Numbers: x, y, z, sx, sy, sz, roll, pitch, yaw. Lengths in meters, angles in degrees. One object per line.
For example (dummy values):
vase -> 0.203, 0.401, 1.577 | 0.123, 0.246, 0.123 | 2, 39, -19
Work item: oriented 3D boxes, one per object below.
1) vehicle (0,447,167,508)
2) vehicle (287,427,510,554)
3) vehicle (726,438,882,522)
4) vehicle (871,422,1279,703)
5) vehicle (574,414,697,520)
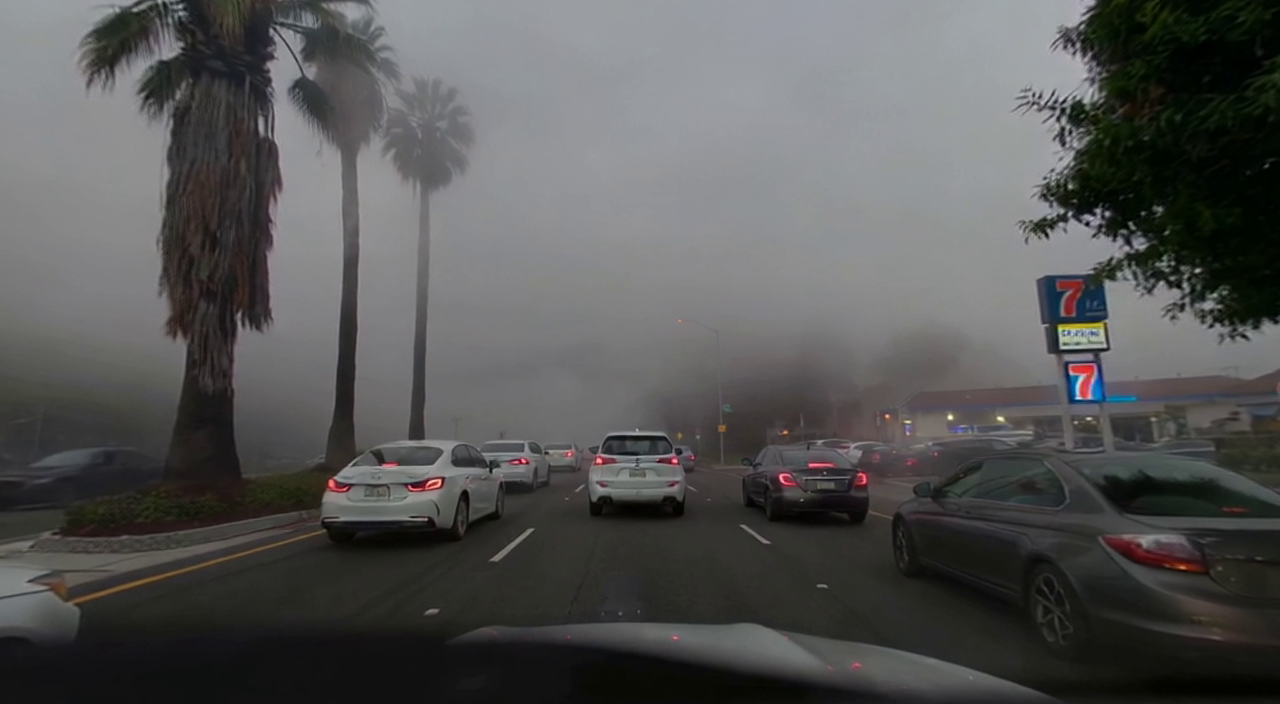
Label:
vehicle -> -16.166, 3.480, 18.008 | 1.813, 1.480, 4.486 | 0, -8, -1
vehicle -> -3.328, 1.970, 9.708 | 1.864, 1.505, 4.202 | 0, -8, -2
vehicle -> 3.272, 2.631, 13.633 | 1.977, 1.480, 4.589 | 0, -8, -2
vehicle -> 3.585, 1.350, 4.878 | 1.867, 1.448, 4.436 | 0, -8, 0
vehicle -> -0.114, 2.346, 13.307 | 2.164, 1.867, 4.254 | 0, -8, -1
